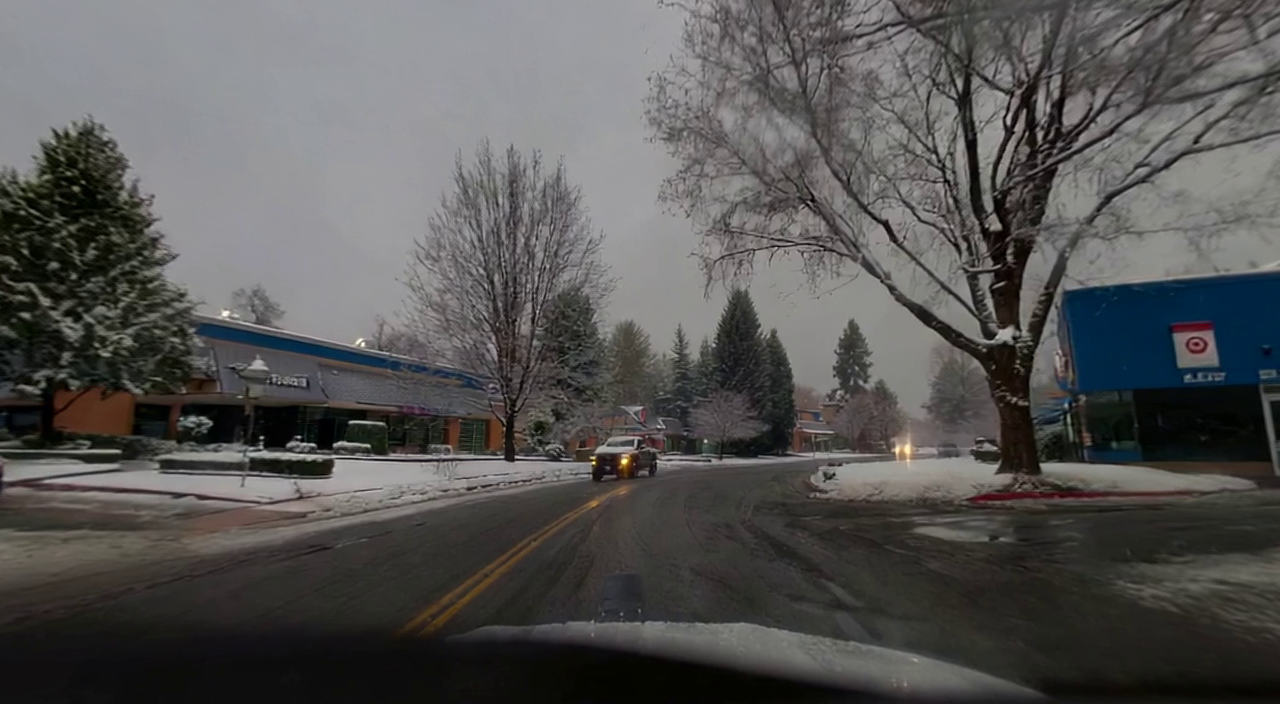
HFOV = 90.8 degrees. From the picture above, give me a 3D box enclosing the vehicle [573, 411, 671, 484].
[{"bbox_3d":[-0.591,4.347,28.849,2.489,2.884,6.940,-3,-9,16],"label":"vehicle"}]
